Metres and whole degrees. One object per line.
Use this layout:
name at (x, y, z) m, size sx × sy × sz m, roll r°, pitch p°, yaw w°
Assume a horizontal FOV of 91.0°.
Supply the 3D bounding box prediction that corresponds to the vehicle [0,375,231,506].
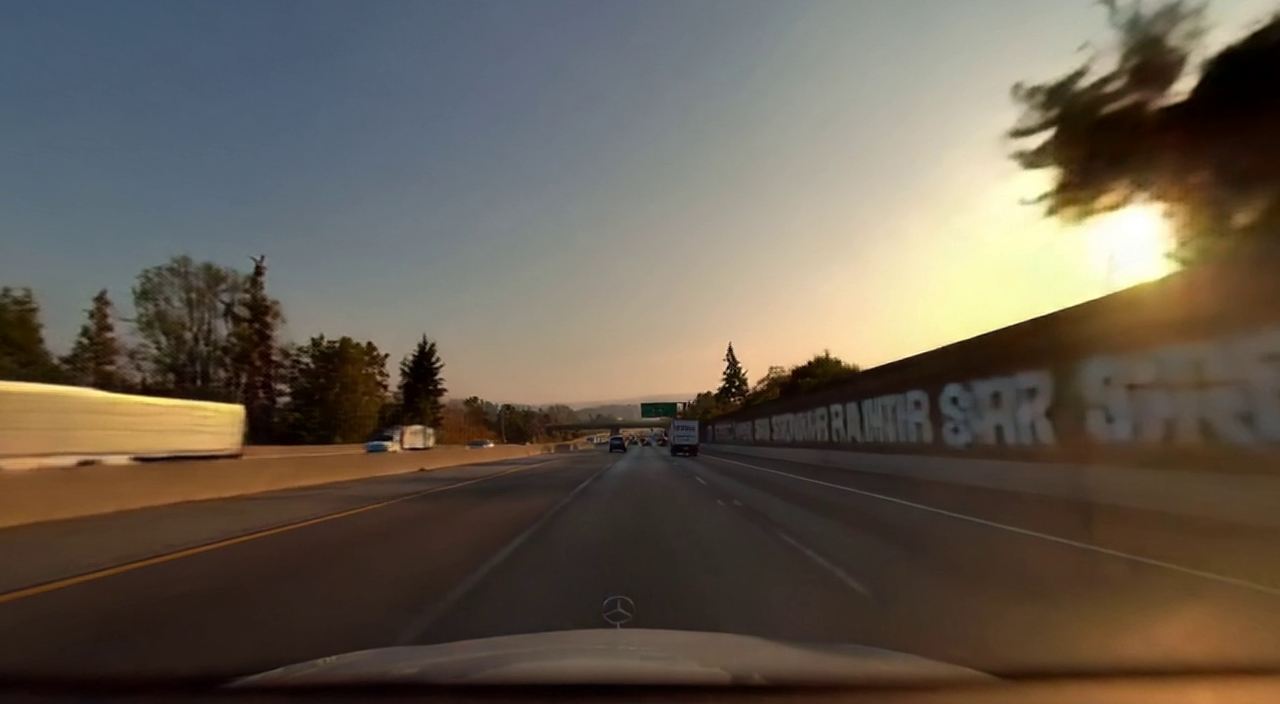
vehicle at (-16.854, 2.697, 19.182) m, size 2.741 × 3.130 × 8.961 m, roll -1°, pitch -8°, yaw 0°
